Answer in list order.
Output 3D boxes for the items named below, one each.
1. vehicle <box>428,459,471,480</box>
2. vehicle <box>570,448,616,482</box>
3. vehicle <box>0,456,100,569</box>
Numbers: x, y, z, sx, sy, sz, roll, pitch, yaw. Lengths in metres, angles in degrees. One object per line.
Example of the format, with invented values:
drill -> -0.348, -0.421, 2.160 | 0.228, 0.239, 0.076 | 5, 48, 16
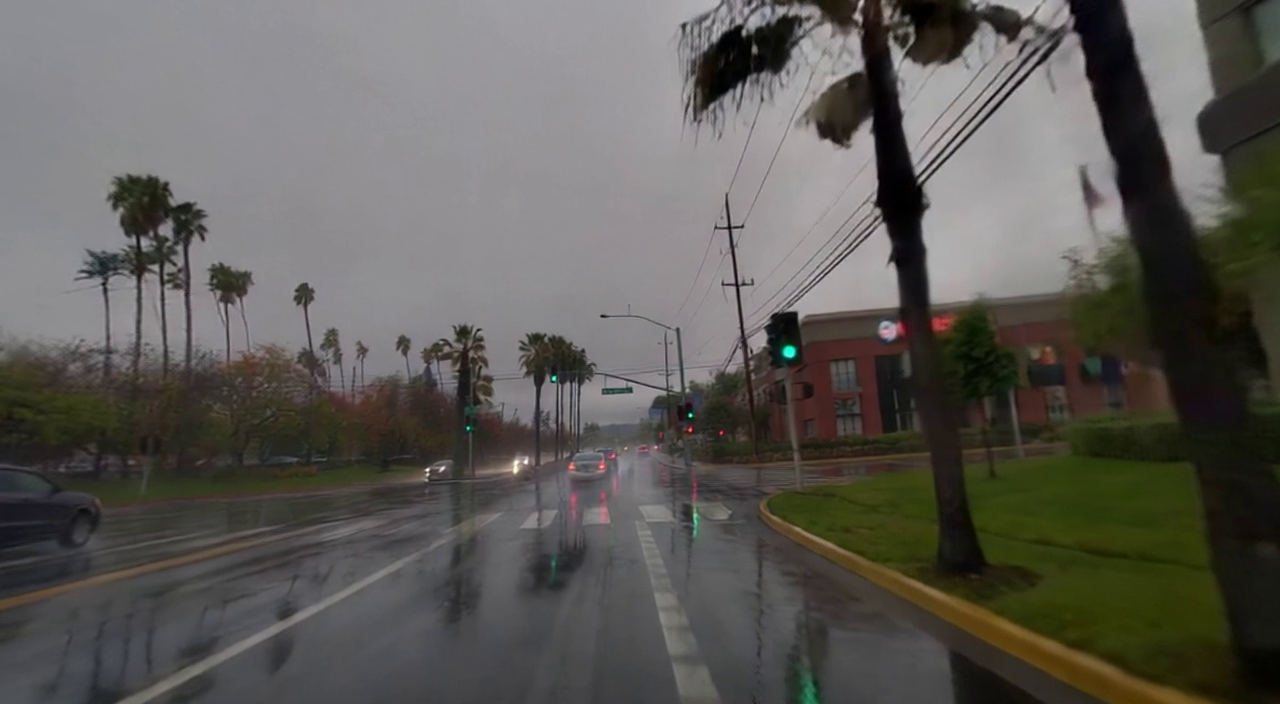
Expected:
vehicle -> -14.937, 9.177, 49.680 | 1.997, 1.480, 4.715 | 0, -9, -1
vehicle -> -2.219, 5.452, 30.814 | 2.063, 1.474, 4.334 | 0, -9, -2
vehicle -> -11.545, 2.579, 9.887 | 2.050, 1.811, 4.752 | 0, -9, -2
